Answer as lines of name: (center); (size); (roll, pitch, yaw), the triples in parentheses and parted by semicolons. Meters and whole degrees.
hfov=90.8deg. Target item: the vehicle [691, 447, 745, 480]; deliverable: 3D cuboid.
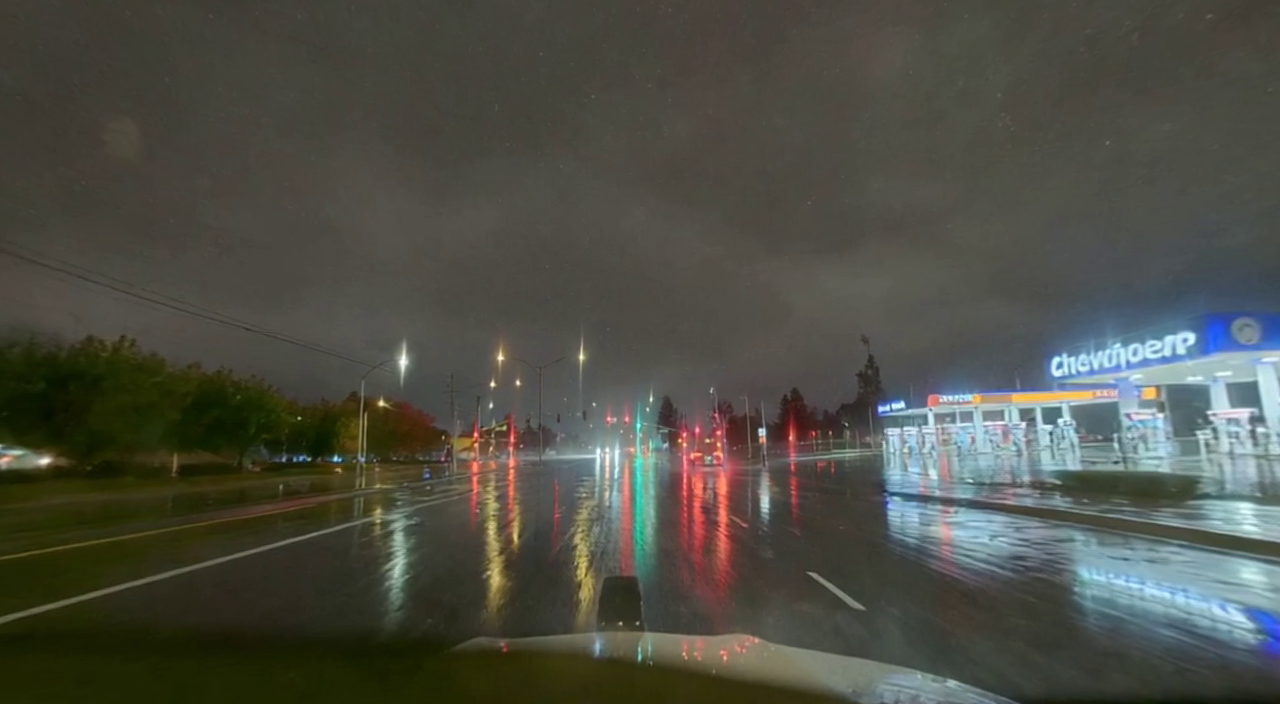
vehicle: (3.812, 5.558, 31.715); (2.113, 1.470, 4.867); (0, -8, 0)
